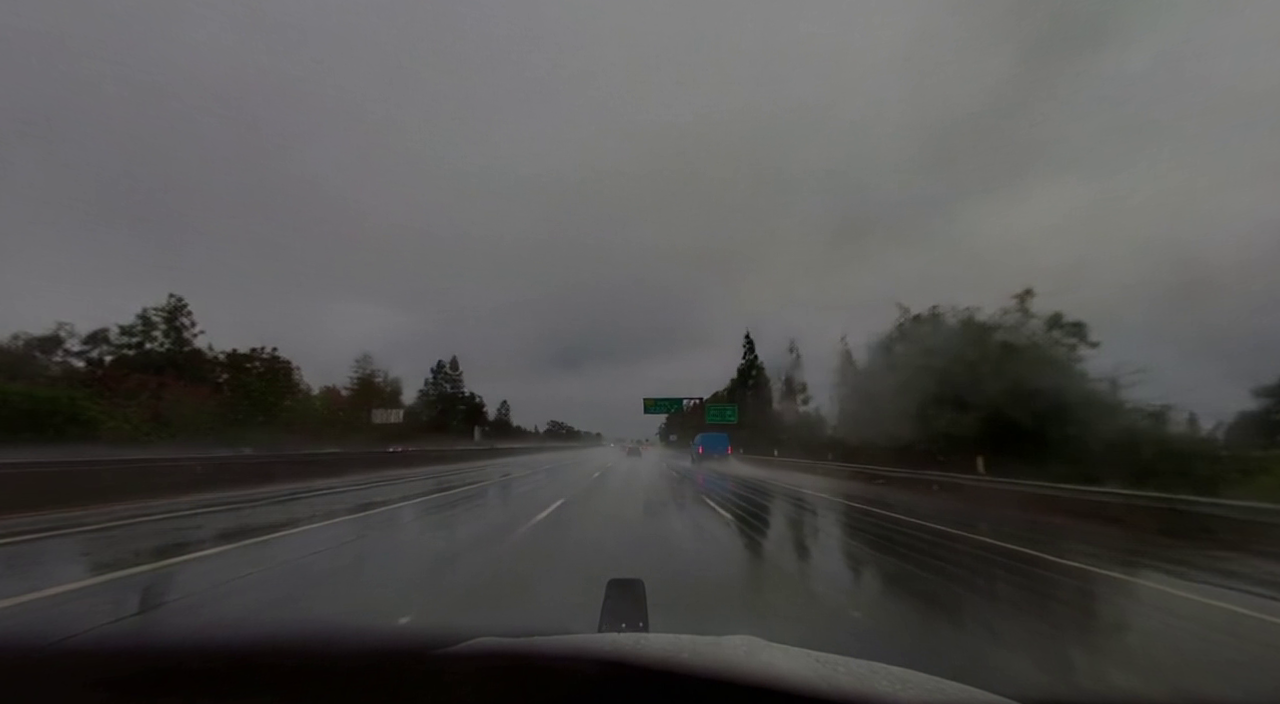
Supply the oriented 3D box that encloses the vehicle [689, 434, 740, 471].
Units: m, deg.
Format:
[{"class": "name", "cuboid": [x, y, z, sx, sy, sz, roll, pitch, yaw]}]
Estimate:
[{"class": "vehicle", "cuboid": [4.120, 5.630, 35.644, 2.172, 1.930, 4.879, 0, -8, -1]}]
